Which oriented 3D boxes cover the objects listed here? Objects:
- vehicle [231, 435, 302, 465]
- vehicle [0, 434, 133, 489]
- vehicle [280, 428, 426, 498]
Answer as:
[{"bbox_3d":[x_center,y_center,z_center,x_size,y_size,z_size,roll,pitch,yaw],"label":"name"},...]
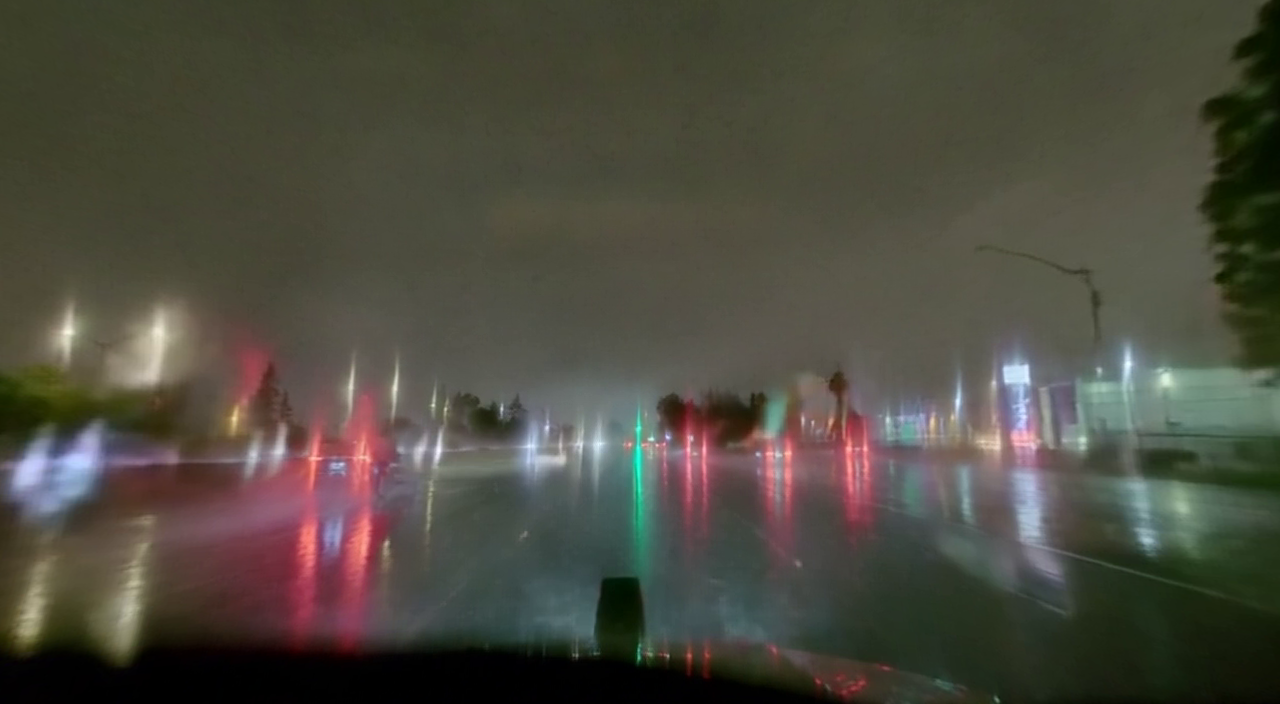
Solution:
[{"bbox_3d":[-29.190,7.697,49.680,2.250,2.218,5.664,0,-8,-2],"label":"vehicle"},{"bbox_3d":[-21.382,3.807,22.296,2.213,1.709,5.781,0,-8,0],"label":"vehicle"},{"bbox_3d":[-7.854,3.064,17.856,2.089,1.724,4.327,0,-8,0],"label":"vehicle"}]
